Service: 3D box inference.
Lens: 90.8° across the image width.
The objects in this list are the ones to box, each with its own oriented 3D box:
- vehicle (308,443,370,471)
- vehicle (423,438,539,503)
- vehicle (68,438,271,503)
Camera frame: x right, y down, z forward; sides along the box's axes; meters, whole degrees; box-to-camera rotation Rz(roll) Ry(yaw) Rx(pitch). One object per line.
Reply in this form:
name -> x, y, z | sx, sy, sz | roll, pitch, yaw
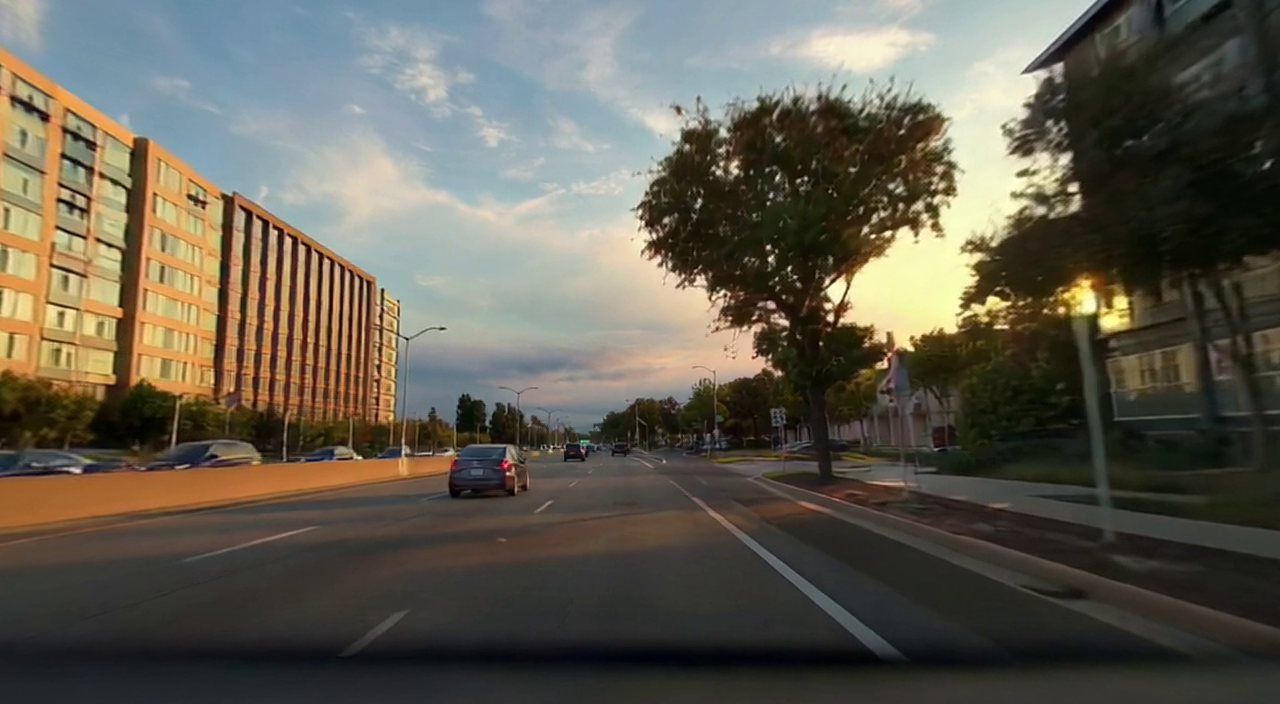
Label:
vehicle -> -20.172, 7.028, 42.605 | 1.963, 1.765, 4.595 | 0, -8, -1
vehicle -> -4.018, 3.037, 16.758 | 2.025, 1.474, 4.292 | 0, -8, -1
vehicle -> -12.934, 3.239, 17.915 | 2.123, 1.585, 4.856 | 0, -8, -2
